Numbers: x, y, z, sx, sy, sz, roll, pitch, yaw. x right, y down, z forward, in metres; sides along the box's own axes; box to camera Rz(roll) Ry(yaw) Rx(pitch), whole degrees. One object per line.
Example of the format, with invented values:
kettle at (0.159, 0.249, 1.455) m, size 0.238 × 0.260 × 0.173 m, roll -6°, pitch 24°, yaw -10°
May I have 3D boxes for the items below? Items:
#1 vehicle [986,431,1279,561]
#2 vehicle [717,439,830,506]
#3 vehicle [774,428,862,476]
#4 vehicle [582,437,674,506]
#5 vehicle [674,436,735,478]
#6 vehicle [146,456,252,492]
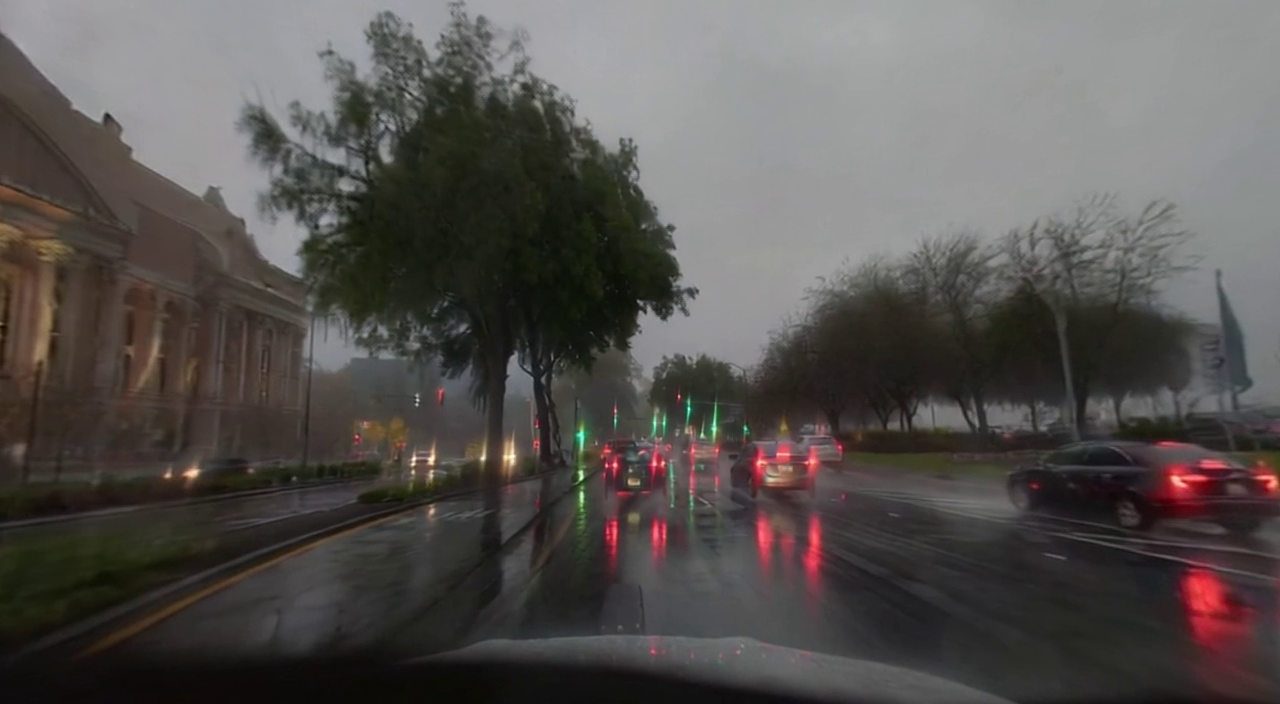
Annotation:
vehicle at (8.152, 2.096, 10.247) m, size 1.970 × 1.559 × 4.911 m, roll 0°, pitch -8°, yaw -5°
vehicle at (3.238, 2.986, 16.244) m, size 1.833 × 1.465 × 4.258 m, roll 0°, pitch -8°, yaw -2°
vehicle at (7.840, 4.414, 28.430) m, size 2.200 × 1.933 × 5.123 m, roll 0°, pitch -7°, yaw -3°
vehicle at (-0.307, 2.948, 16.047) m, size 2.050 × 1.521 × 3.747 m, roll 0°, pitch -8°, yaw -1°
vehicle at (3.122, 5.332, 32.549) m, size 2.127 × 1.854 × 7.971 m, roll 0°, pitch -8°, yaw -1°
vehicle at (-20.875, 5.769, 30.152) m, size 1.935 × 1.479 × 4.453 m, roll 0°, pitch -8°, yaw -2°
